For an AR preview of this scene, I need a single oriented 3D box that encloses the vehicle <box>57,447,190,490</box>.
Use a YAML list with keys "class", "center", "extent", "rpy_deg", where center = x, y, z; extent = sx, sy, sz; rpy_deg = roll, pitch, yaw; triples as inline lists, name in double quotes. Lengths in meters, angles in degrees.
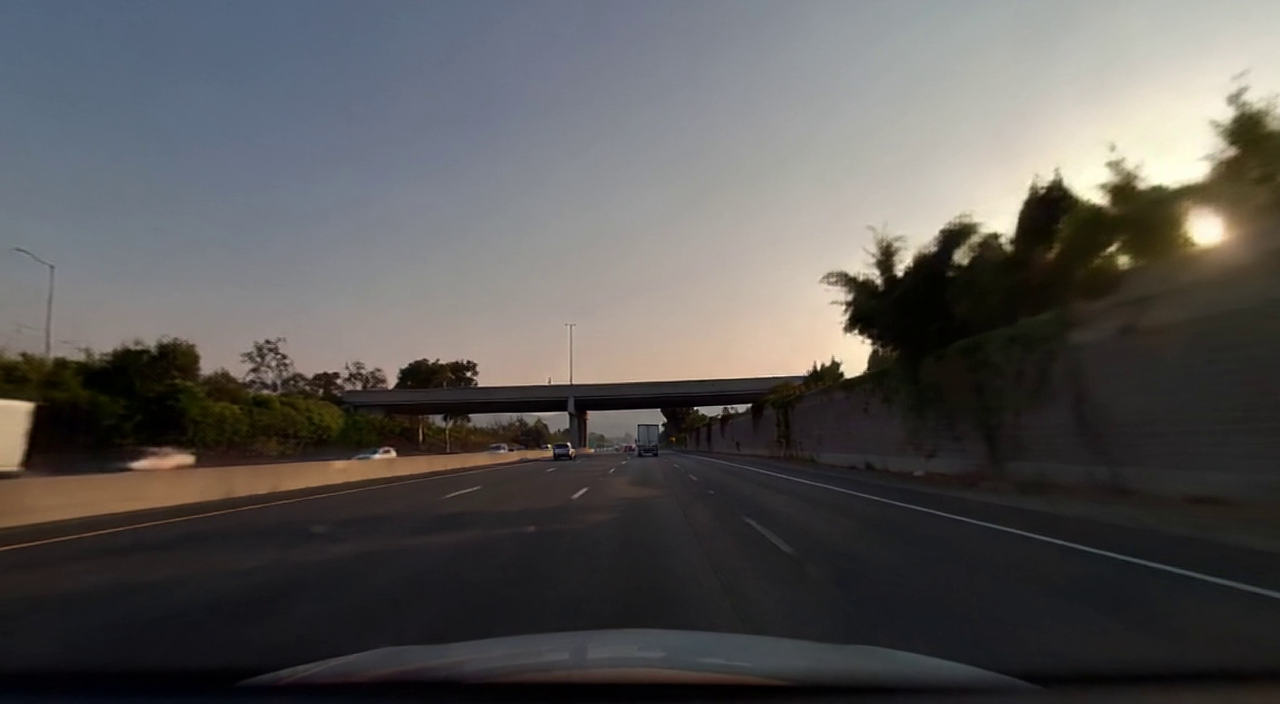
- class: "vehicle"
  center: [-27.909, 6.263, 34.453]
  extent: [2.375, 2.101, 5.754]
  rpy_deg: [0, -8, 0]
